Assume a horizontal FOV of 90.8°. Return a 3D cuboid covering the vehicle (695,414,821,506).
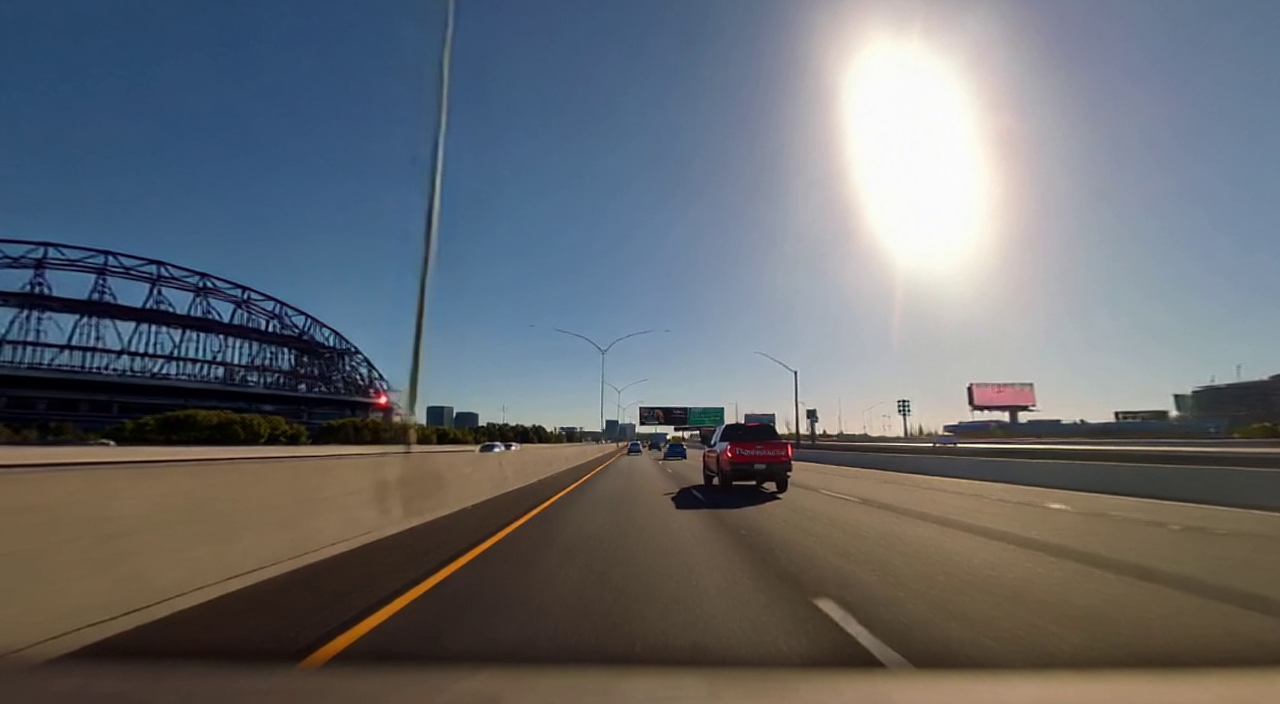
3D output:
[{"bbox_3d":[2.802,2.731,16.356,2.199,2.002,4.970,0,-8,-1],"label":"vehicle"}]
